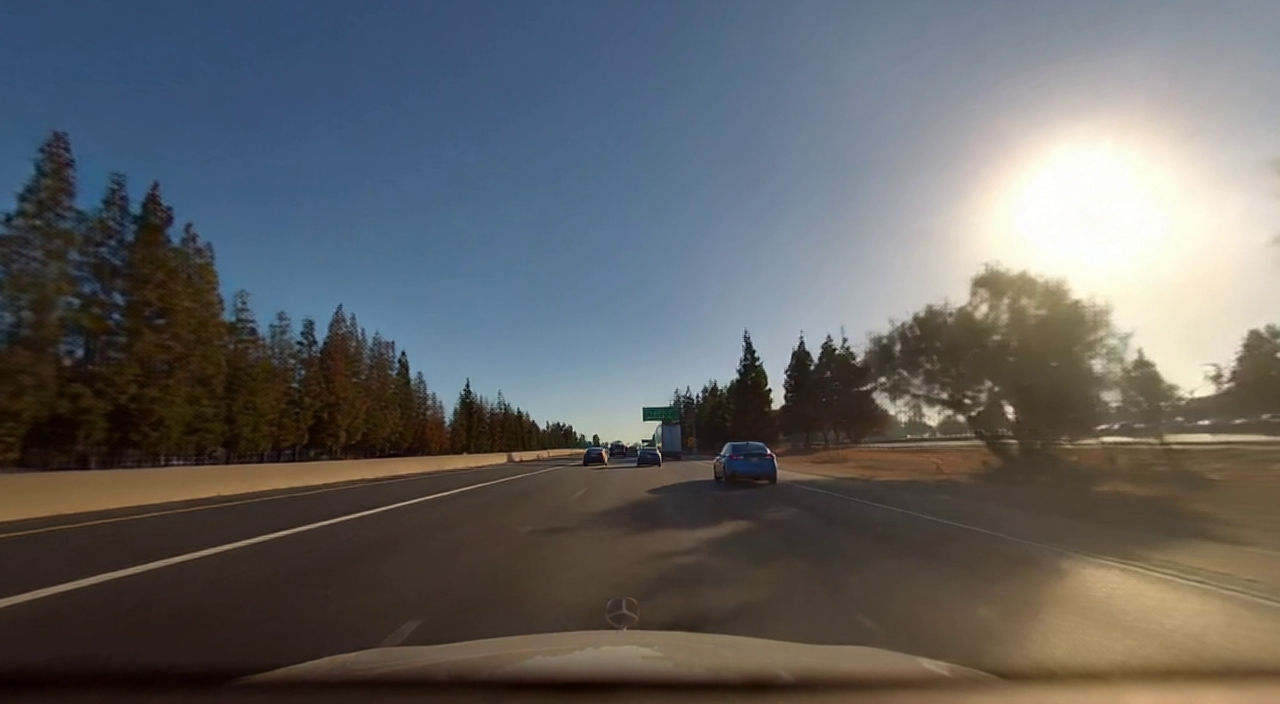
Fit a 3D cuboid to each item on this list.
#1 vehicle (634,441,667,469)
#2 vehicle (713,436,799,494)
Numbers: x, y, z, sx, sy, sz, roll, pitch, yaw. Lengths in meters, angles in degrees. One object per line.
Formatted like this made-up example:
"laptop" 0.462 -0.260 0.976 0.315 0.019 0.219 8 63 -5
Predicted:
"vehicle" 0.703 7.263 44.547 2.205 1.785 4.423 0 -9 0
"vehicle" 3.764 3.745 21.314 2.082 1.720 4.393 0 -9 0
